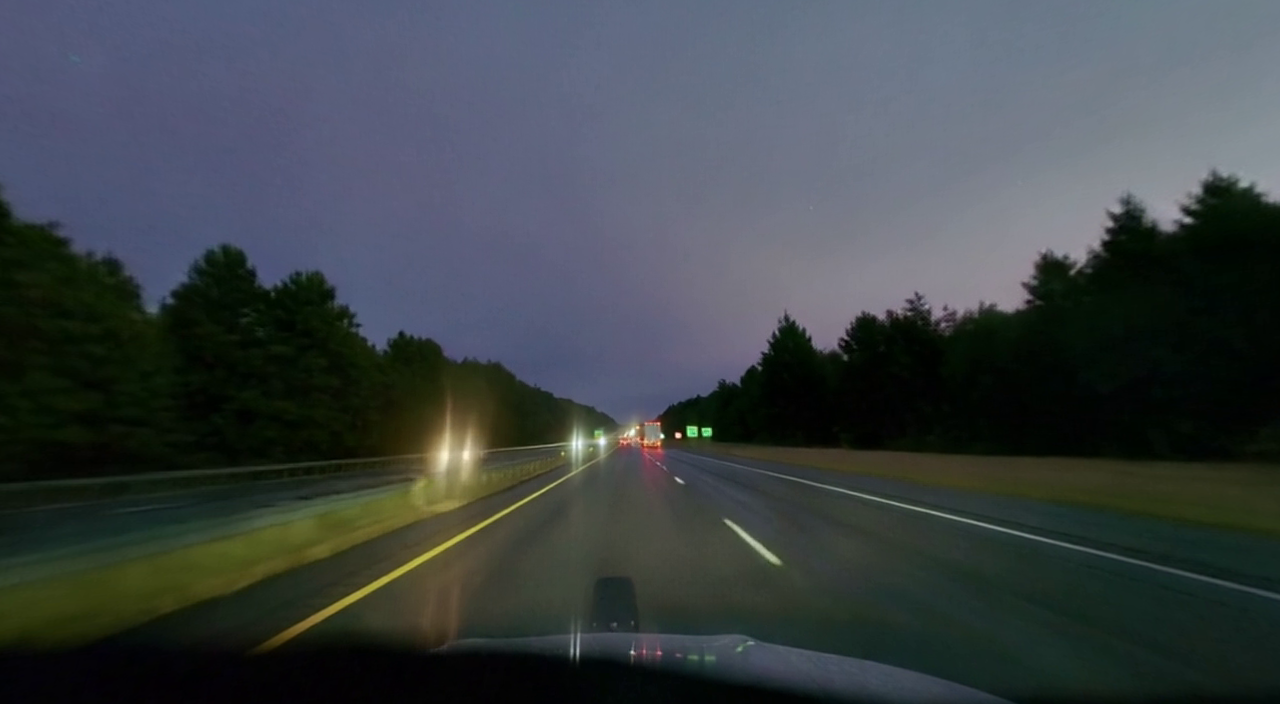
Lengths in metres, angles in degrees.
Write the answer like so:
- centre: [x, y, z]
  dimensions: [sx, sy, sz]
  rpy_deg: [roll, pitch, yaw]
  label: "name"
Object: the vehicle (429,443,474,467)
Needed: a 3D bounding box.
- centre: [-11.770, 6.433, 39.612]
  dimensions: [1.795, 1.412, 4.022]
  rpy_deg: [0, -8, -3]
  label: "vehicle"
